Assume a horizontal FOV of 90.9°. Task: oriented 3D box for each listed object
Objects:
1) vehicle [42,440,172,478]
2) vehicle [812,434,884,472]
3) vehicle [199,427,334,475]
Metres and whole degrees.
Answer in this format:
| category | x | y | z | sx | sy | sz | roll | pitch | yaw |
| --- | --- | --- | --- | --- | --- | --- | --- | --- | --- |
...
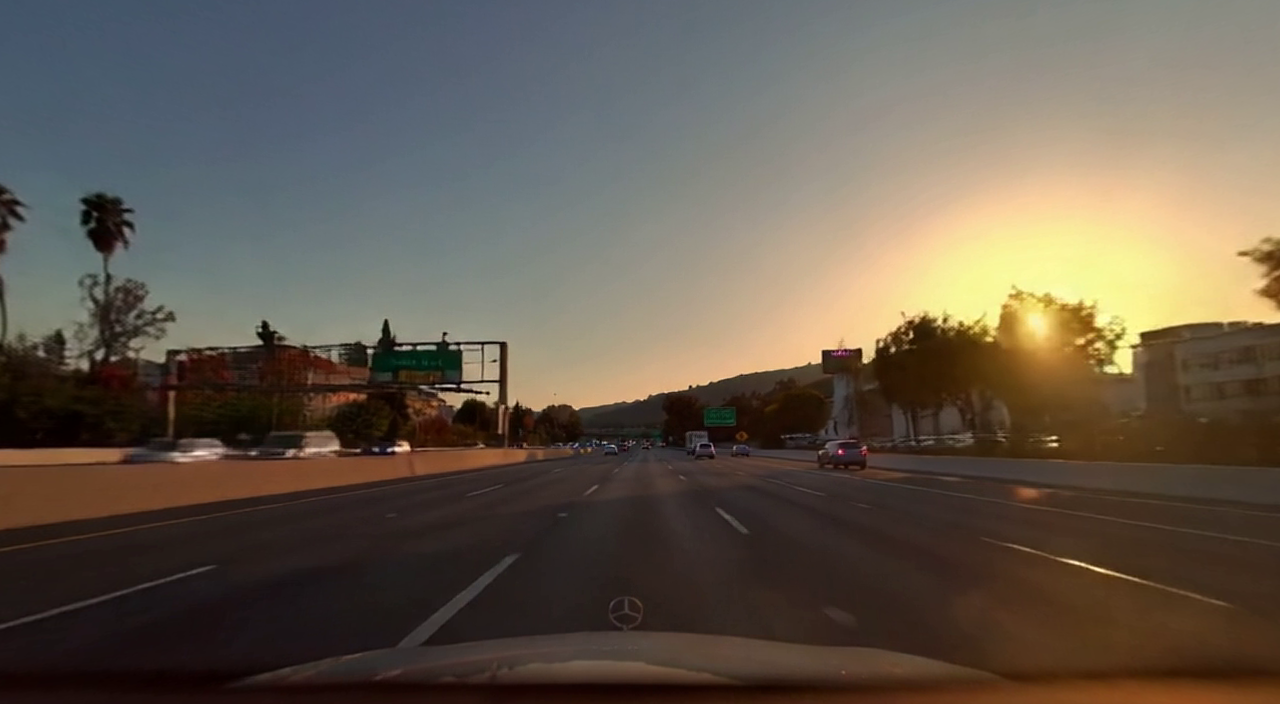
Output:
| category | x | y | z | sx | sy | sz | roll | pitch | yaw |
| --- | --- | --- | --- | --- | --- | --- | --- | --- | --- |
| vehicle | -22.160 | 4.437 | 26.465 | 1.750 | 1.462 | 4.168 | 0 | -8 | 1 |
| vehicle | 11.038 | 5.367 | 33.818 | 2.168 | 1.861 | 4.678 | 0 | -8 | -1 |
| vehicle | -15.884 | 4.252 | 27.345 | 2.274 | 1.848 | 5.737 | 0 | -8 | 1 |
